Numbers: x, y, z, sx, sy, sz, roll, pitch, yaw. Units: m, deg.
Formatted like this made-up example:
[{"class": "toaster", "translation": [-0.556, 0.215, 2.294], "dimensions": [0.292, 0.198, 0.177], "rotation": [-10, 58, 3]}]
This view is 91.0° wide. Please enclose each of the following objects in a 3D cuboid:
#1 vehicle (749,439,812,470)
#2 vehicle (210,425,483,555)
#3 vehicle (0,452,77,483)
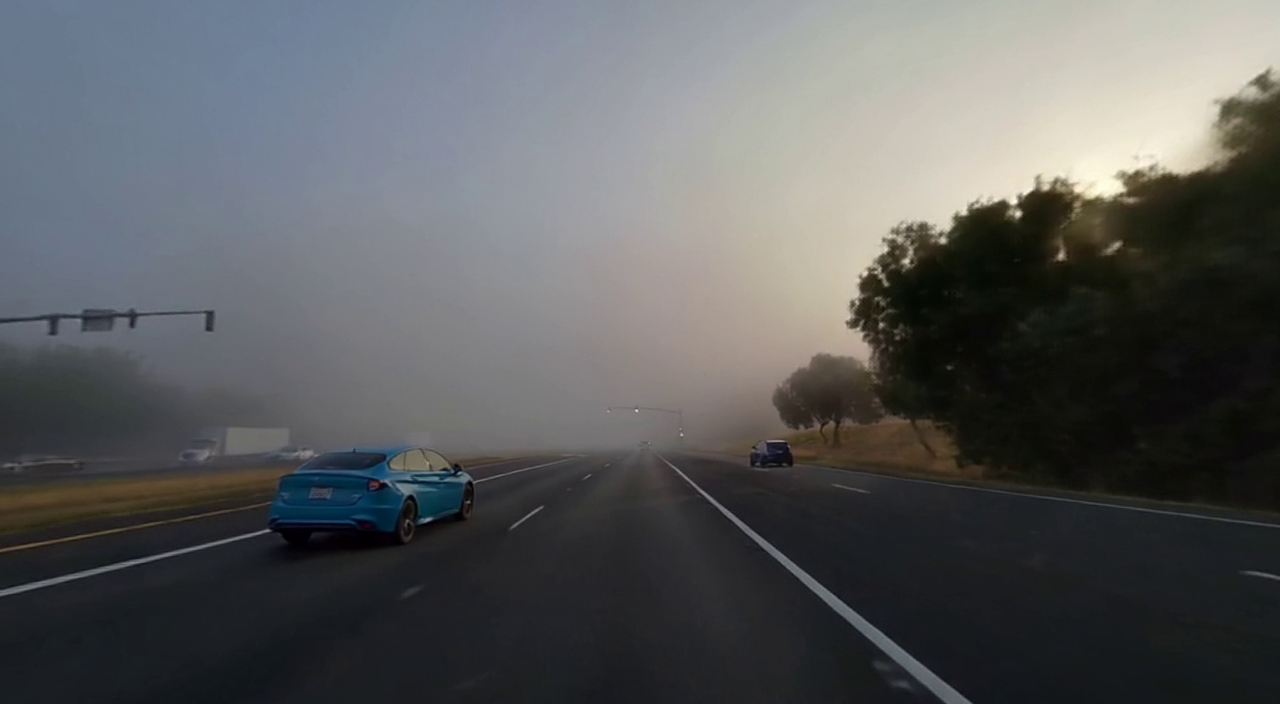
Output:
[{"class": "vehicle", "translation": [7.257, 5.354, 32.953], "dimensions": [2.049, 1.481, 4.774], "rotation": [0, -9, -2]}, {"class": "vehicle", "translation": [-4.027, 1.959, 9.703], "dimensions": [1.987, 1.516, 4.478], "rotation": [0, -9, 1]}, {"class": "vehicle", "translation": [-32.522, 6.076, 33.309], "dimensions": [1.749, 1.472, 3.987], "rotation": [0, -9, -1]}]
